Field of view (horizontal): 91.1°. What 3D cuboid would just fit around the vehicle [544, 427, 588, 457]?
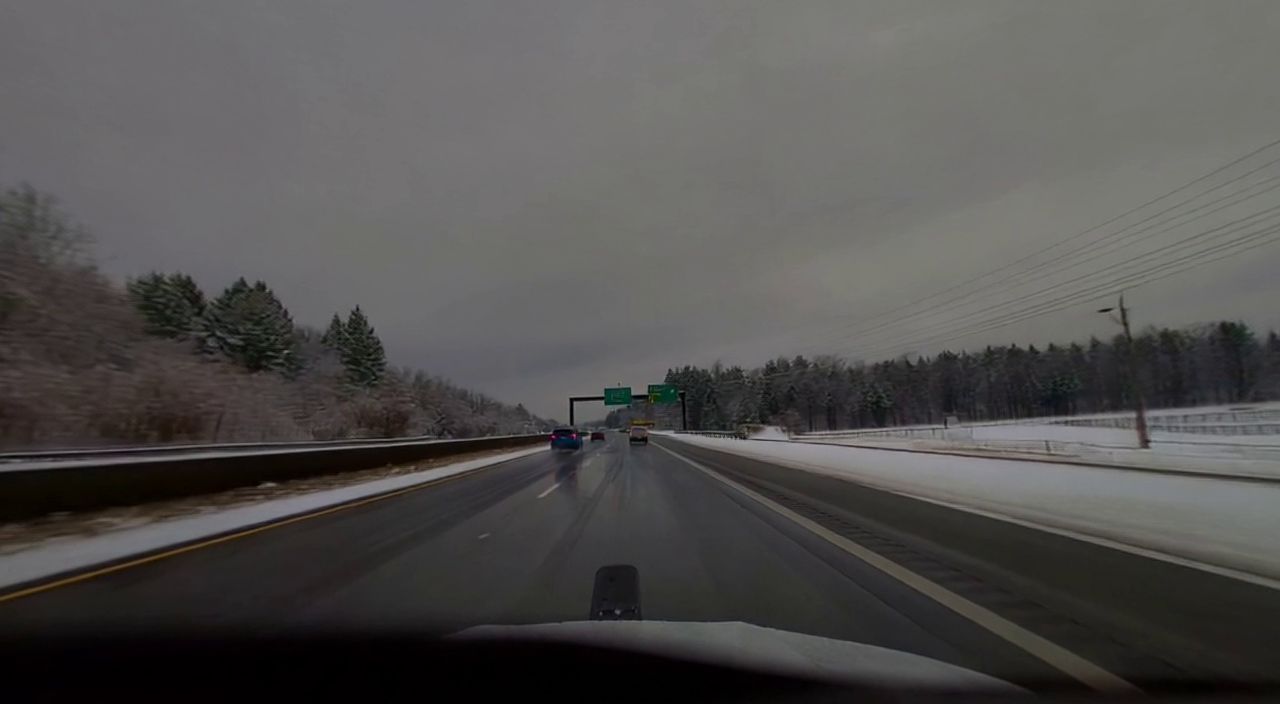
[{"bbox_3d":[-4.109,5.062,35.611,2.023,1.580,4.259,0,-8,-1],"label":"vehicle"}]
